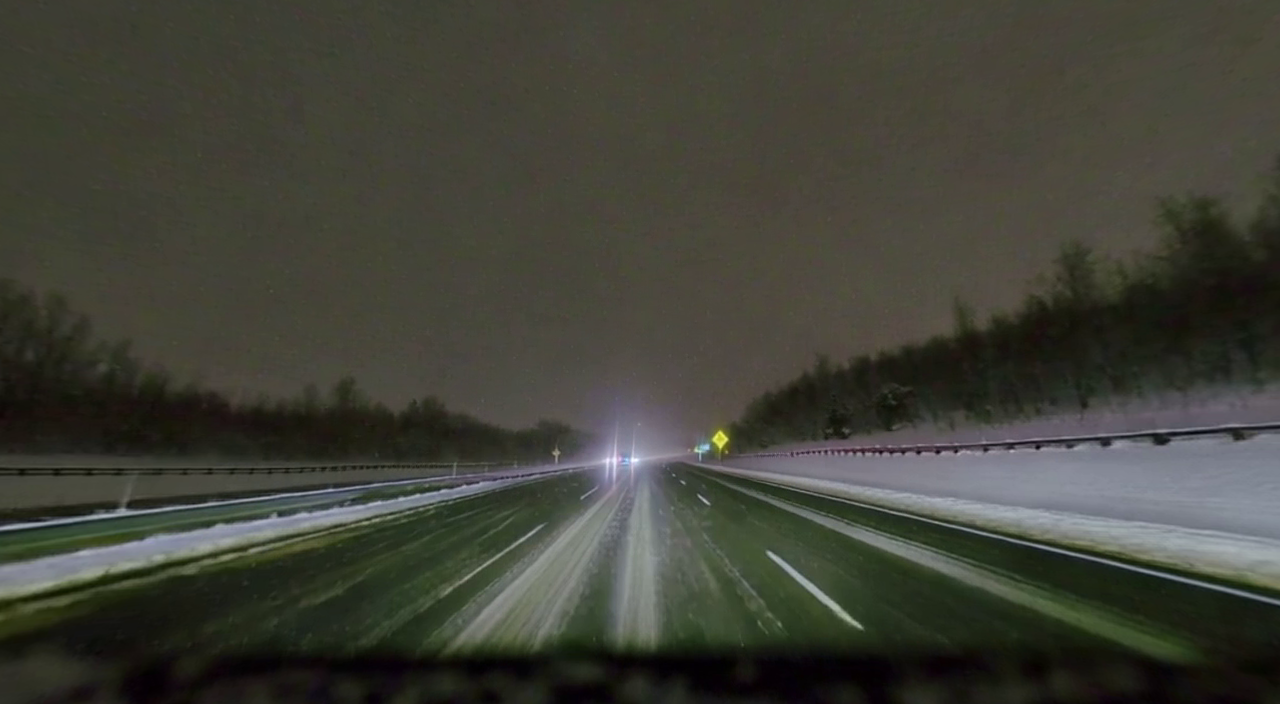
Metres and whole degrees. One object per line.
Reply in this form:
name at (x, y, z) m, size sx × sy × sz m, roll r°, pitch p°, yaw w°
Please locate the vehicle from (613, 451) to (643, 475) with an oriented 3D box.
vehicle at (-0.863, 8.328, 47.569) m, size 2.053 × 1.647 × 4.252 m, roll 0°, pitch -9°, yaw 1°
